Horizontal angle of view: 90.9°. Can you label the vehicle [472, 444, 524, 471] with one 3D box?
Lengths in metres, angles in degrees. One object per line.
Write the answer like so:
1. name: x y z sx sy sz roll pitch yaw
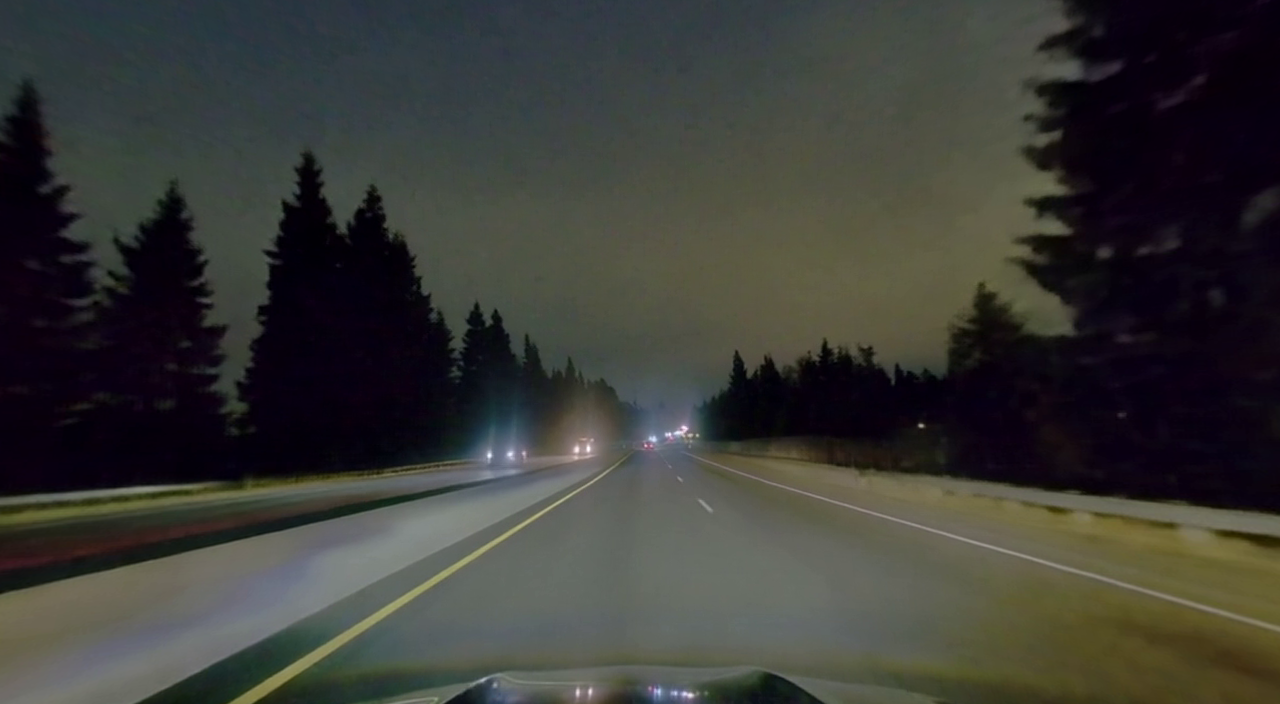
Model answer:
1. vehicle: -8.645 6.444 38.740 2.040 1.491 4.606 0 -9 1
